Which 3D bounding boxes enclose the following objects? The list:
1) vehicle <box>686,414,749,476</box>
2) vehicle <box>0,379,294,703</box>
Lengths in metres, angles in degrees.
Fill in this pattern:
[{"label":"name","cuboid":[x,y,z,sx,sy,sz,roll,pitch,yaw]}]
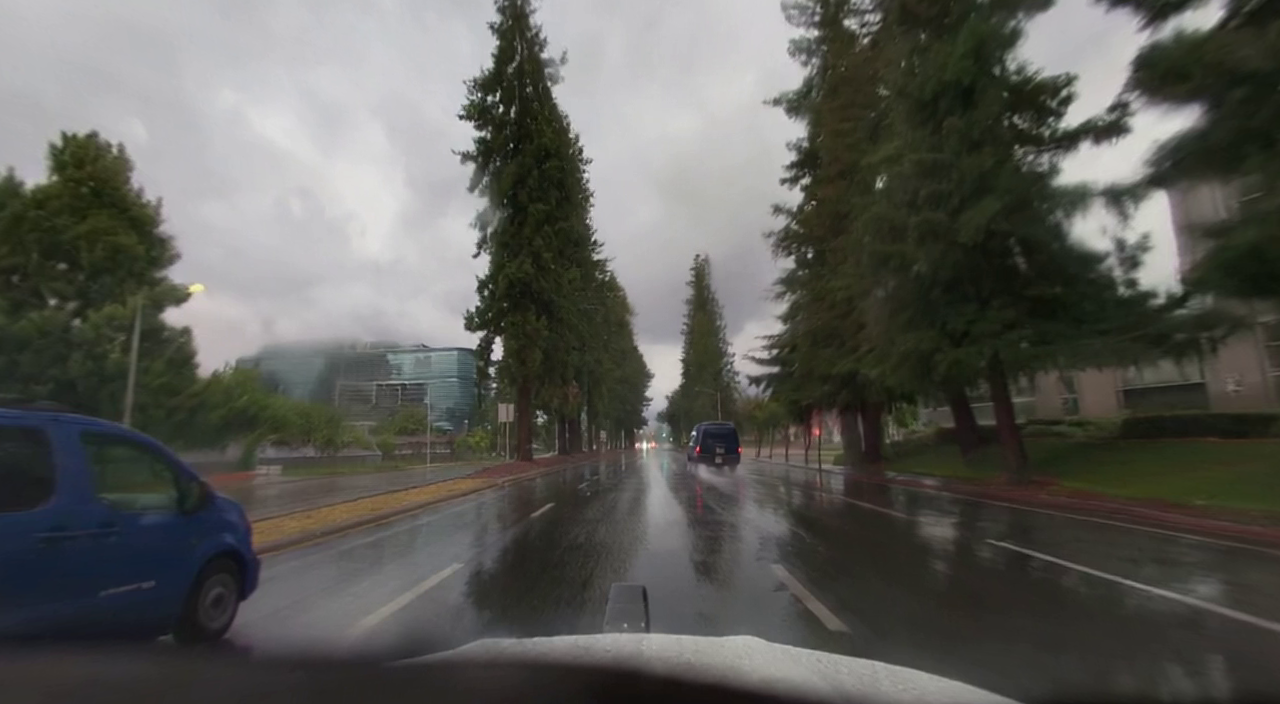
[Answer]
[{"label":"vehicle","cuboid":[3.582,4.475,30.487,2.349,2.671,5.744,0,-8,0]},{"label":"vehicle","cuboid":[-3.651,0.886,2.299,2.129,1.602,4.532,0,-8,1]}]
